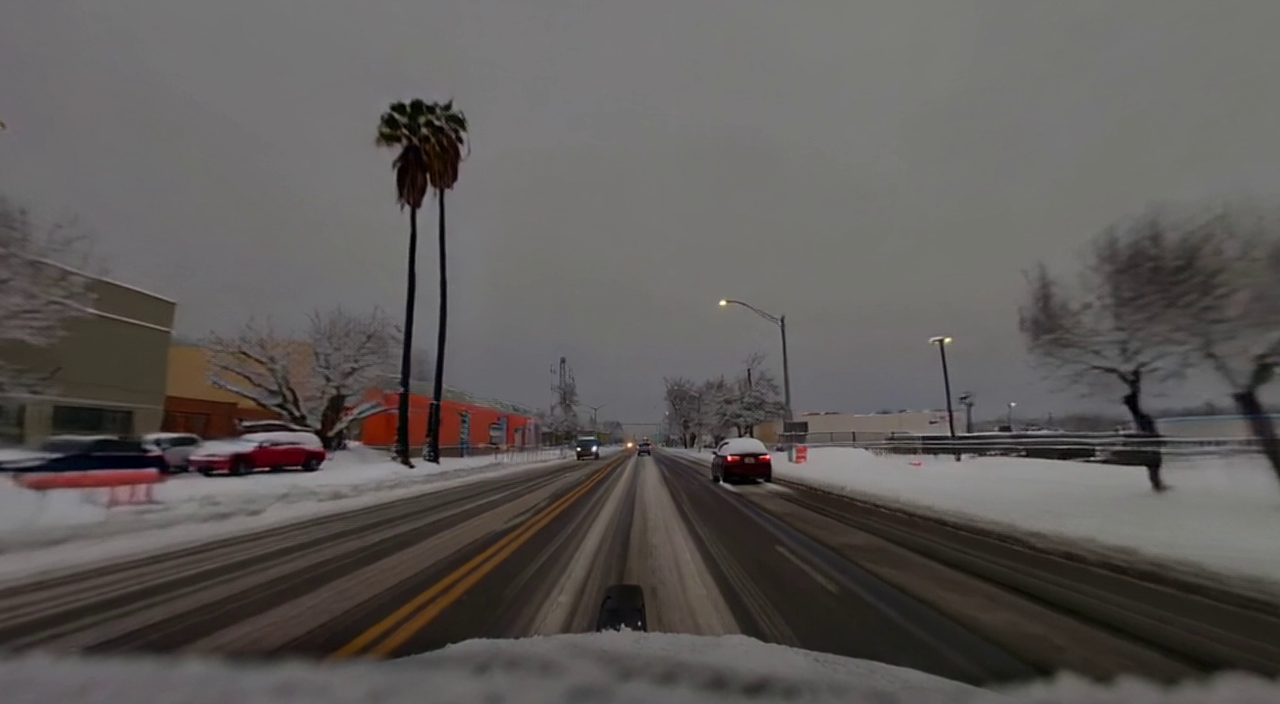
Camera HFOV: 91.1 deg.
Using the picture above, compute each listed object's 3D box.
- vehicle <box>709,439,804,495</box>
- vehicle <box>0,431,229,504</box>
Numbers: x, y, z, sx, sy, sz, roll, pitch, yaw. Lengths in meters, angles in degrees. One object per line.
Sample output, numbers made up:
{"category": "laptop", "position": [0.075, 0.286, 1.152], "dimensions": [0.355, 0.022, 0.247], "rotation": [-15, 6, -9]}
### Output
{"category": "vehicle", "position": [3.550, 3.590, 20.105], "dimensions": [2.148, 1.562, 4.642], "rotation": [0, -8, 0]}
{"category": "vehicle", "position": [-18.221, 3.754, 20.939], "dimensions": [6.969, 2.132, 2.716], "rotation": [8, -12, -44]}
